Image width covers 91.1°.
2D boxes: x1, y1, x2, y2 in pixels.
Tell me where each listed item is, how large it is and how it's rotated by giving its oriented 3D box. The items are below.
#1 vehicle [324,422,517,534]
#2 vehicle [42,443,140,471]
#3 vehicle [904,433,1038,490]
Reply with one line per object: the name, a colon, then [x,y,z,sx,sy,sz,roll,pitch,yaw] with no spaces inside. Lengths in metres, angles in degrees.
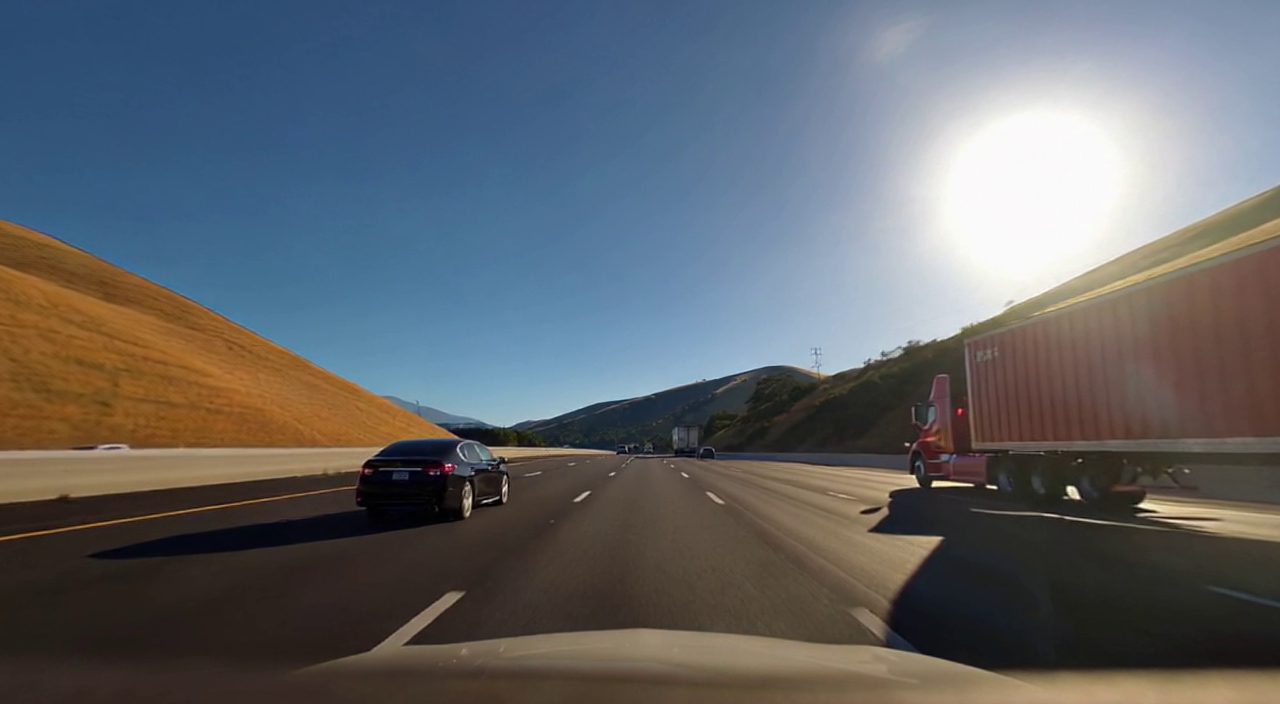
vehicle: [-3.595,2.136,11.155,1.967,1.615,3.886,0,-8,1]
vehicle: [-33.462,6.381,38.447,1.925,1.605,4.404,0,-9,2]
vehicle: [11.145,3.701,21.601,2.062,1.736,4.589,0,-9,0]
